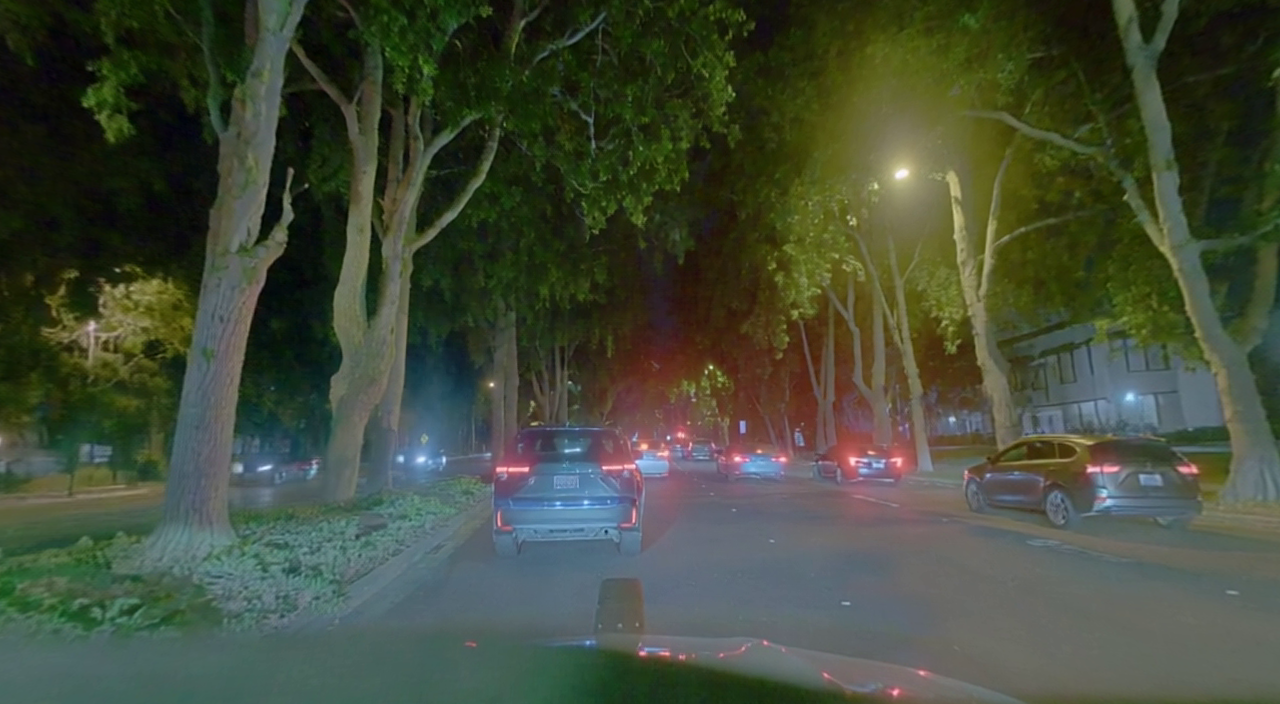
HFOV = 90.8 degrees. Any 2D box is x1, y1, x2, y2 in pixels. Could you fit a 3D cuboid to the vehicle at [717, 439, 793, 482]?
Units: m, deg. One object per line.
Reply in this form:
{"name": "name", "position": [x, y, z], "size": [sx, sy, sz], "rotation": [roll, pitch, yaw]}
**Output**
{"name": "vehicle", "position": [4.257, 4.086, 24.193], "size": [2.175, 1.477, 4.520], "rotation": [0, -8, 2]}

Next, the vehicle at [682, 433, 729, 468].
{"name": "vehicle", "position": [3.687, 5.680, 36.475], "size": [2.114, 1.846, 4.659], "rotation": [0, -8, -1]}

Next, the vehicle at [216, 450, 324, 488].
{"name": "vehicle", "position": [-15.848, 4.998, 27.389], "size": [1.900, 1.467, 4.609], "rotation": [0, -8, 0]}

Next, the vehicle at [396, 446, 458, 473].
{"name": "vehicle", "position": [-12.150, 6.153, 36.356], "size": [1.981, 1.463, 4.395], "rotation": [0, -8, 1]}

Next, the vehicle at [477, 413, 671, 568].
{"name": "vehicle", "position": [-0.872, 1.786, 8.842], "size": [2.106, 1.655, 3.717], "rotation": [1, -8, -5]}

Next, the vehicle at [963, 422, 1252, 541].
{"name": "vehicle", "position": [7.974, 2.220, 11.481], "size": [2.168, 1.709, 4.289], "rotation": [-1, -8, 5]}

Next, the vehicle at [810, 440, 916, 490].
{"name": "vehicle", "position": [7.276, 3.699, 21.103], "size": [1.977, 1.485, 4.308], "rotation": [0, -8, 0]}
